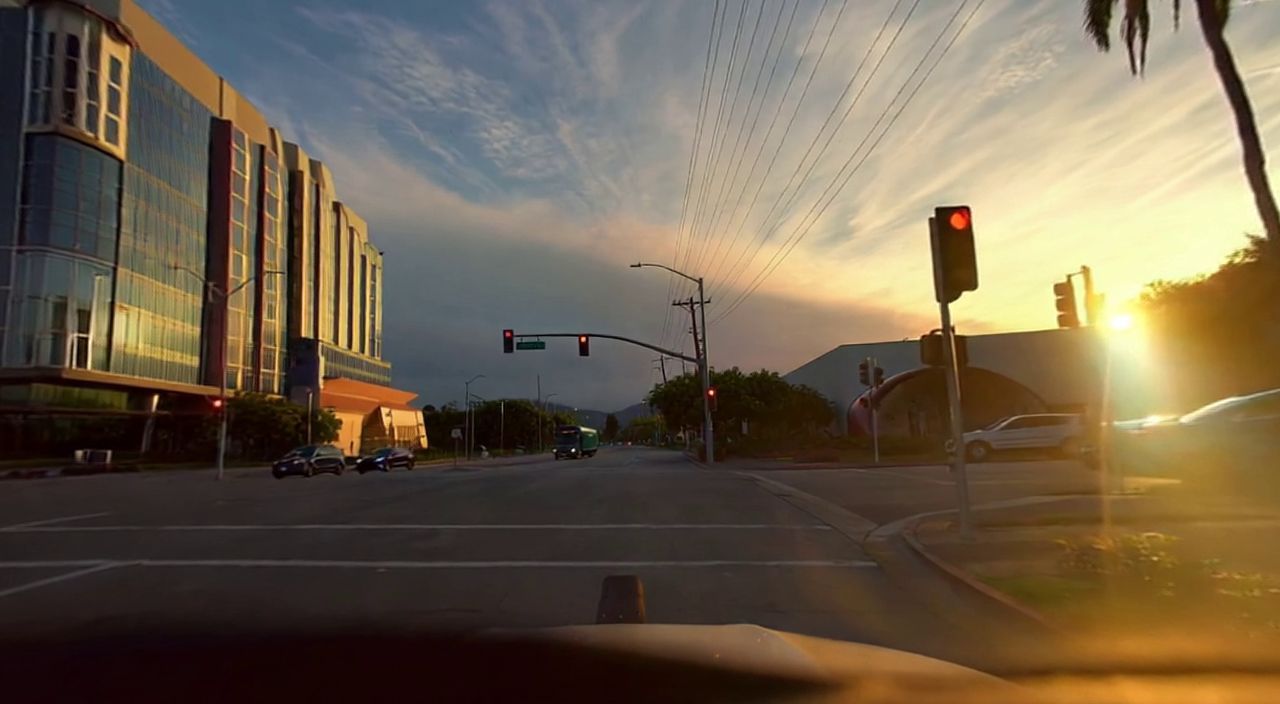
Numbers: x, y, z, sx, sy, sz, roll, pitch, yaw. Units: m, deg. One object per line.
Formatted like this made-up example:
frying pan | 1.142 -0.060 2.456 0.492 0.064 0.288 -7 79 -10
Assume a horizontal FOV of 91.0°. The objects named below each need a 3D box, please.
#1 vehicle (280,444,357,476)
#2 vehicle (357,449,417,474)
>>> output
vehicle | -19.042 6.415 37.567 2.017 1.739 4.569 0 -9 2
vehicle | -15.252 6.583 38.151 1.875 1.389 3.784 0 -9 3
